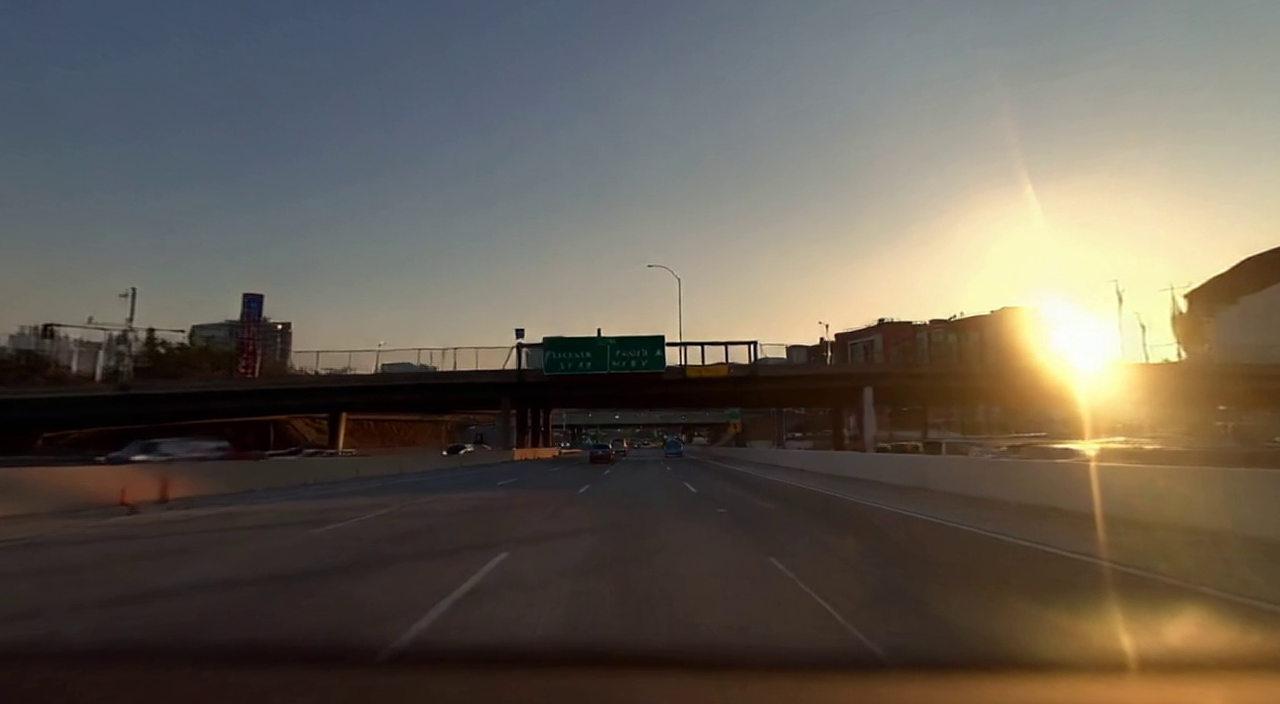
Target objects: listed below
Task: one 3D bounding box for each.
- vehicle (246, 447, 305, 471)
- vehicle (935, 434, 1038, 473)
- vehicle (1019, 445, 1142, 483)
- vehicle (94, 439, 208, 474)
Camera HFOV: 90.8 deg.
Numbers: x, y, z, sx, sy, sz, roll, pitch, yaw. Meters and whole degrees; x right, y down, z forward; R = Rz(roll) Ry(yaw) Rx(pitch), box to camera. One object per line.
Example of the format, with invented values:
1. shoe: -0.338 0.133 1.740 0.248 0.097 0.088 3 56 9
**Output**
1. vehicle: -22.366 6.554 38.917 1.498 1.362 3.409 0 -8 1
2. vehicle: 18.455 5.436 34.115 2.128 1.915 5.821 0 -8 -2
3. vehicle: 18.332 4.643 26.606 1.858 1.432 4.563 0 -8 0
4. vehicle: -29.709 6.334 38.695 2.271 1.986 5.762 0 -8 1
